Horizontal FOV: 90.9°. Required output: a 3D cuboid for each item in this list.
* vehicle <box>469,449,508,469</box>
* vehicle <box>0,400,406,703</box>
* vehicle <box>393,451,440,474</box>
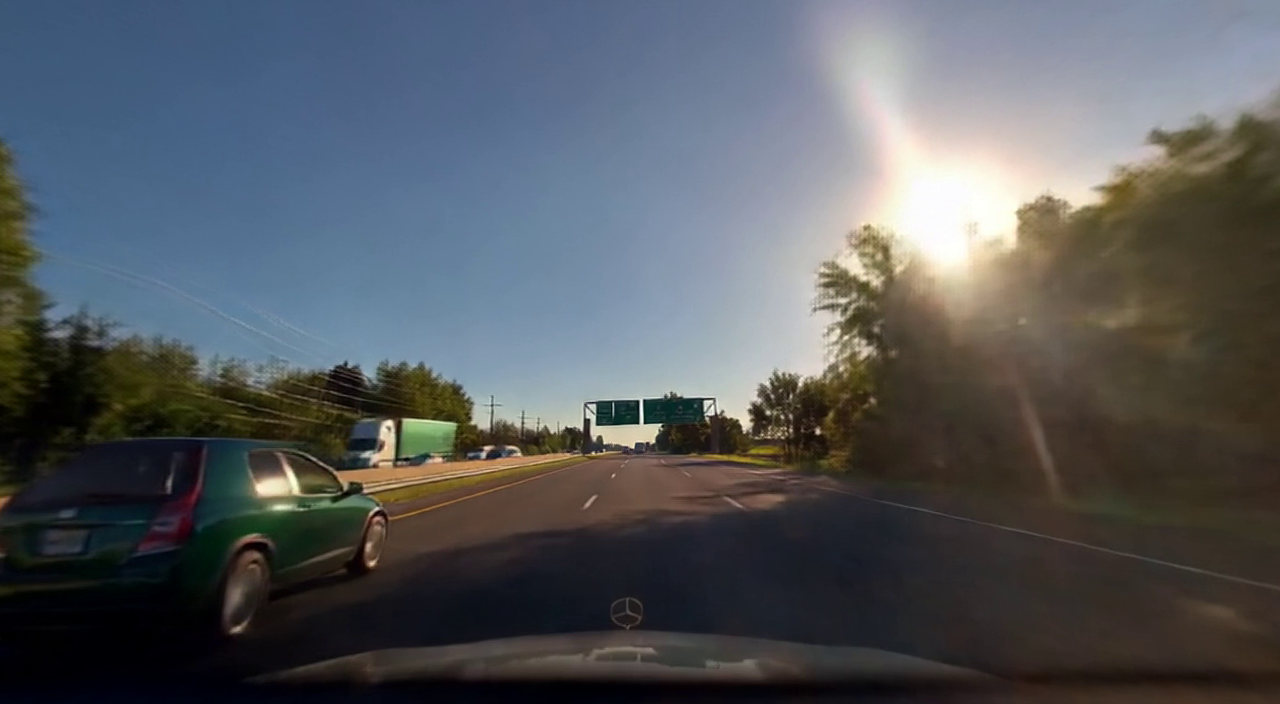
[{"bbox_3d":[-11.166,7.908,46.748,1.921,1.444,3.819,0,-9,0],"label":"vehicle"},{"bbox_3d":[-3.514,1.282,4.887,1.815,1.500,4.036,0,-9,0],"label":"vehicle"},{"bbox_3d":[-14.851,7.354,42.069,1.738,1.406,3.621,0,-9,1],"label":"vehicle"}]
